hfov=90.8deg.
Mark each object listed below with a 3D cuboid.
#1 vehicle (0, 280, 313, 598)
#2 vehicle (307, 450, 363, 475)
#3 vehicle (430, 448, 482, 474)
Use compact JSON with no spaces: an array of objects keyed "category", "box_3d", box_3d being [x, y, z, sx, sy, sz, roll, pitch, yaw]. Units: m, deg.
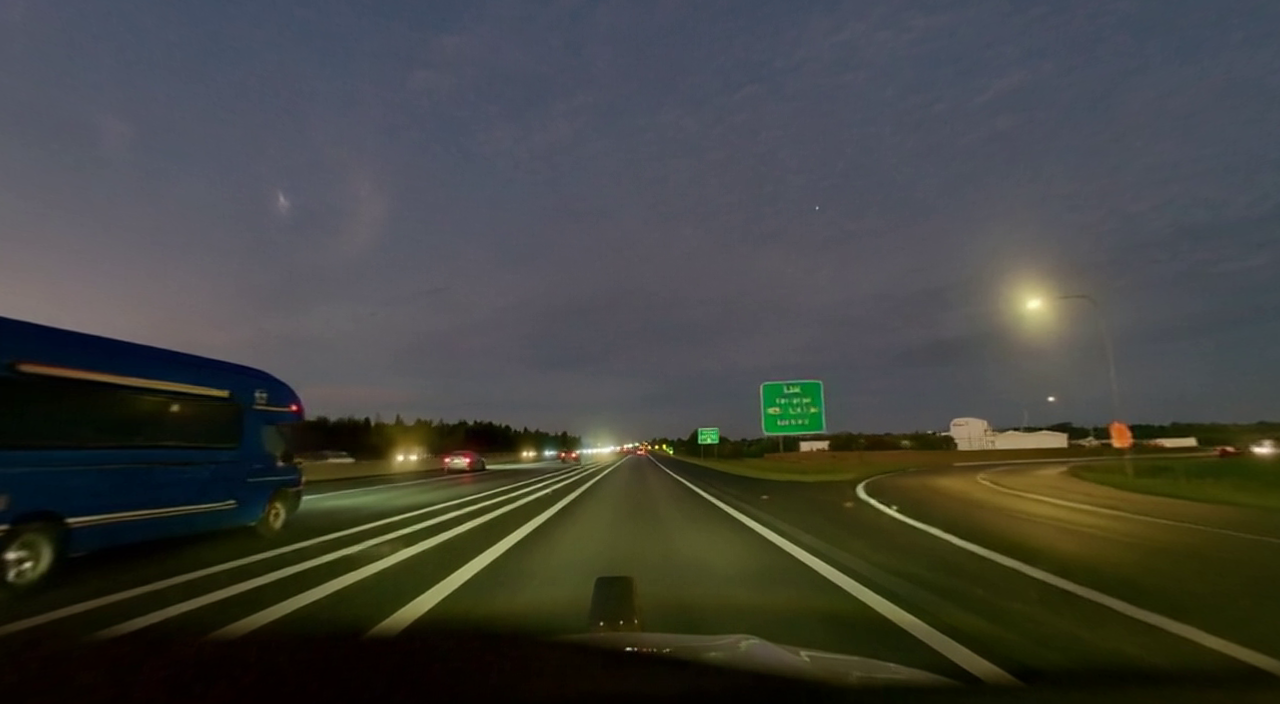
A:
[{"category":"vehicle","box_3d":[-7.318,1.062,7.536,2.747,2.934,7.411,0,-8,0]},{"category":"vehicle","box_3d":[-19.286,6.977,40.044,1.796,1.472,3.528,0,-8,0]},{"category":"vehicle","box_3d":[-11.383,6.745,39.317,1.981,1.503,4.207,0,-8,1]}]
